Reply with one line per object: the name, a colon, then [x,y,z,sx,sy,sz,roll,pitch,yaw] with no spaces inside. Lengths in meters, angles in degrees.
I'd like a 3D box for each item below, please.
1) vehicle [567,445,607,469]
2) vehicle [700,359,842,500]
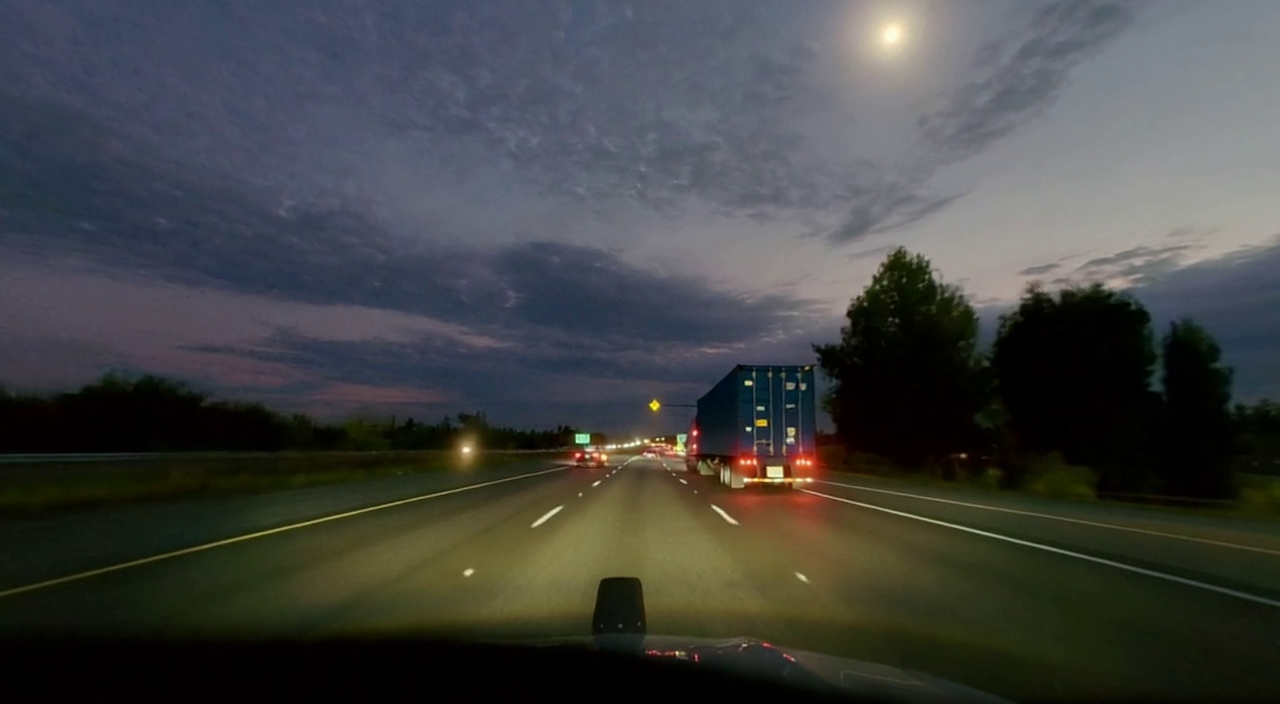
vehicle: [-3.762,7.625,45.951,2.370,1.647,5.091,0,-9,1]
vehicle: [4.365,3.207,24.601,2.821,4.046,12.876,0,-9,0]
